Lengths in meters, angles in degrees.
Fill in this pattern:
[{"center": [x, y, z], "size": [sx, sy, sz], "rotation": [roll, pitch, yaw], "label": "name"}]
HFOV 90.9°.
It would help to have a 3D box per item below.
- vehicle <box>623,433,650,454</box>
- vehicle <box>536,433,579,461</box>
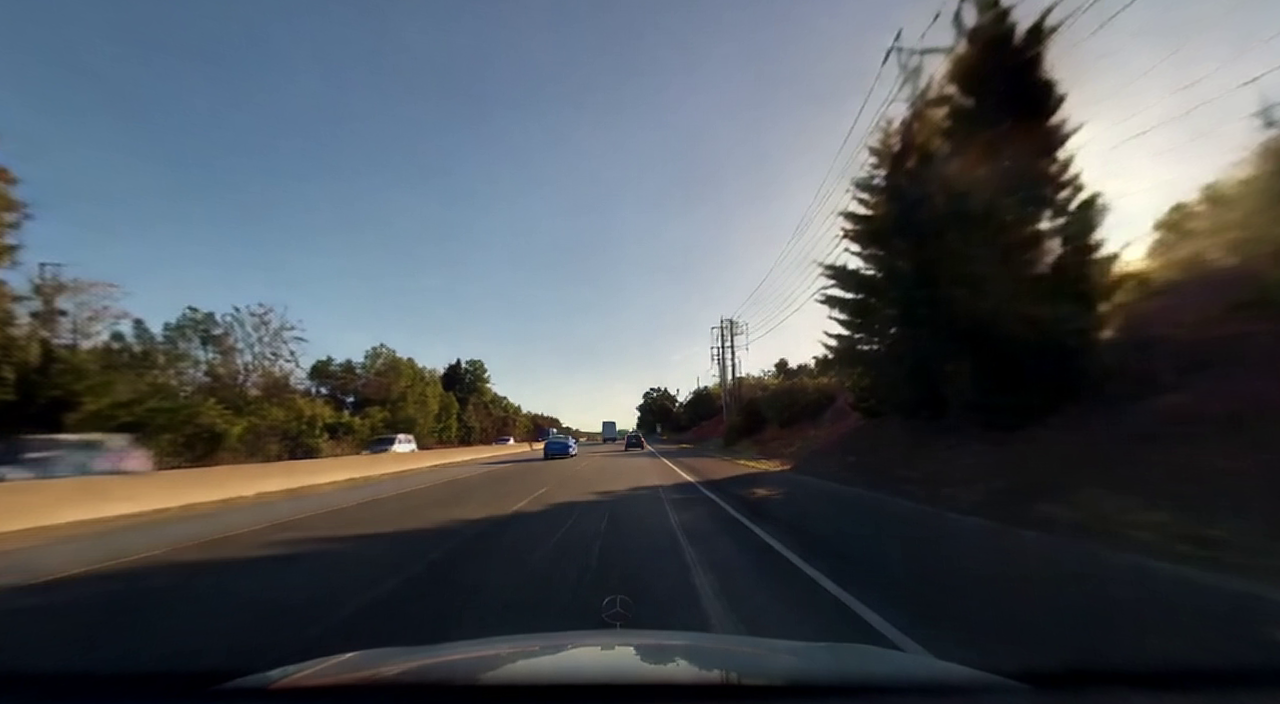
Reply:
[{"center": [-0.272, 6.730, 46.375], "size": [1.890, 1.472, 3.716], "rotation": [0, -8, -1], "label": "vehicle"}, {"center": [-4.683, 5.441, 36.365], "size": [1.911, 1.477, 3.807], "rotation": [0, -8, 0], "label": "vehicle"}]
